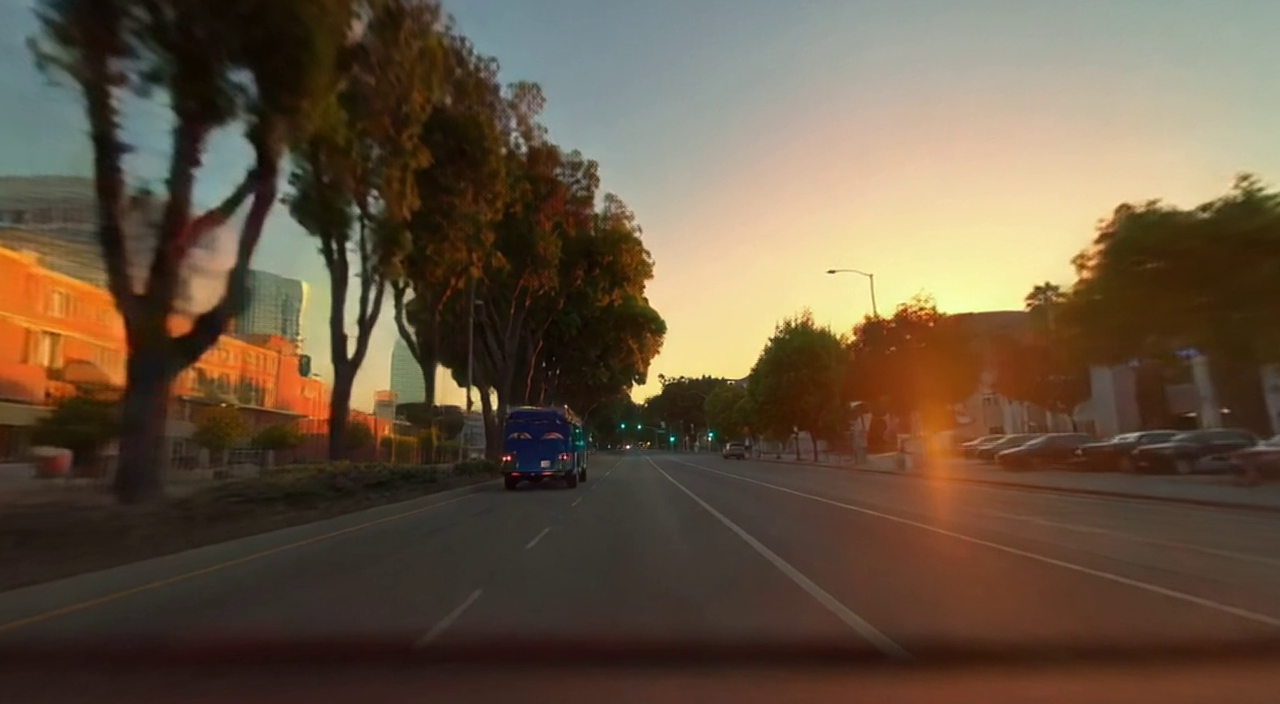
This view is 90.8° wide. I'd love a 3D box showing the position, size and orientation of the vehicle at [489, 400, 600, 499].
[{"bbox_3d":[-2.910,3.218,21.003,2.633,2.787,5.796,-1,-9,1],"label":"vehicle"}]
